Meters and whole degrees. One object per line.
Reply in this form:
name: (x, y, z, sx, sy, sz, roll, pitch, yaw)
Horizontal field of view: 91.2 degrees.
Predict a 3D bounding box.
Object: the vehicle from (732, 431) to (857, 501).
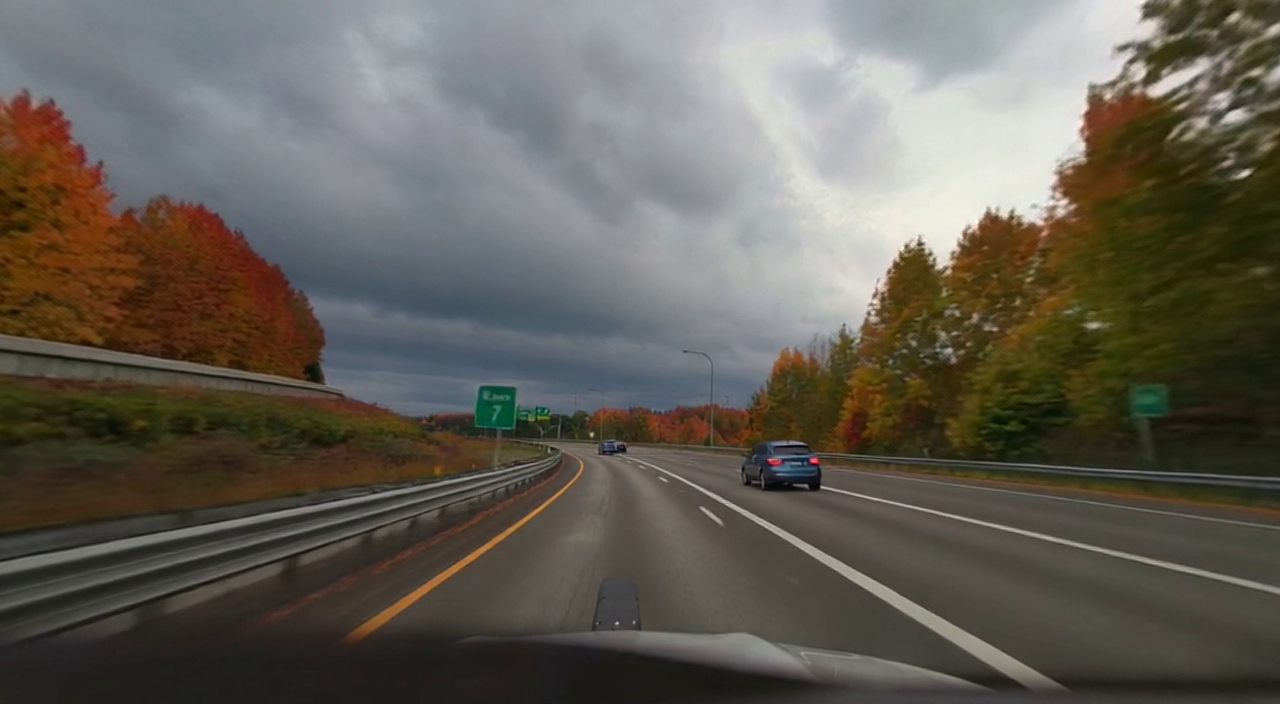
vehicle: (3.775, 2.872, 16.127, 1.952, 1.536, 4.036, 0, -9, -3)
